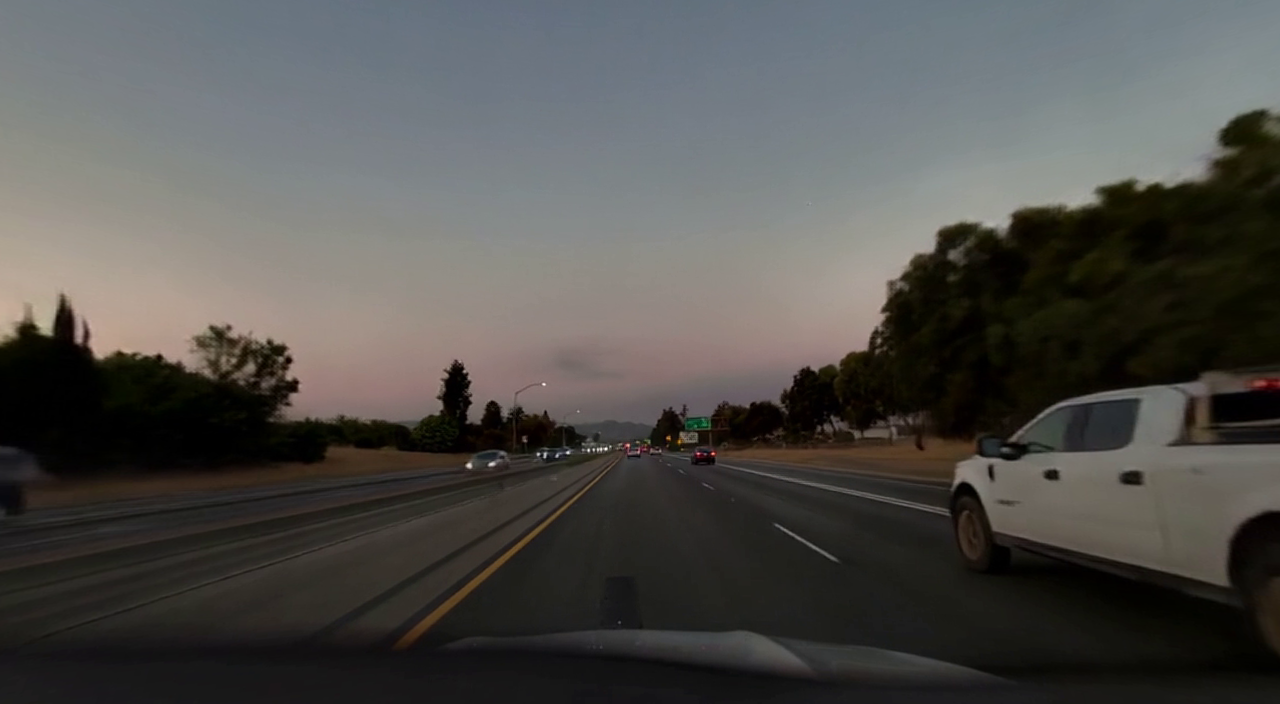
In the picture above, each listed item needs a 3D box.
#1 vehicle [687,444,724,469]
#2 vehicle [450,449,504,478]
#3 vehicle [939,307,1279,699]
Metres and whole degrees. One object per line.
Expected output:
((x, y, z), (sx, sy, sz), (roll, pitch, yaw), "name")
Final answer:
((4.113, 6.675, 39.997), (1.917, 1.488, 3.693), (0, -9, -1), "vehicle")
((-9.522, 6.535, 36.989), (1.941, 1.524, 4.584), (0, -9, 0), "vehicle")
((4.256, 0.876, 3.944), (2.177, 1.914, 5.245), (0, -9, 1), "vehicle")
